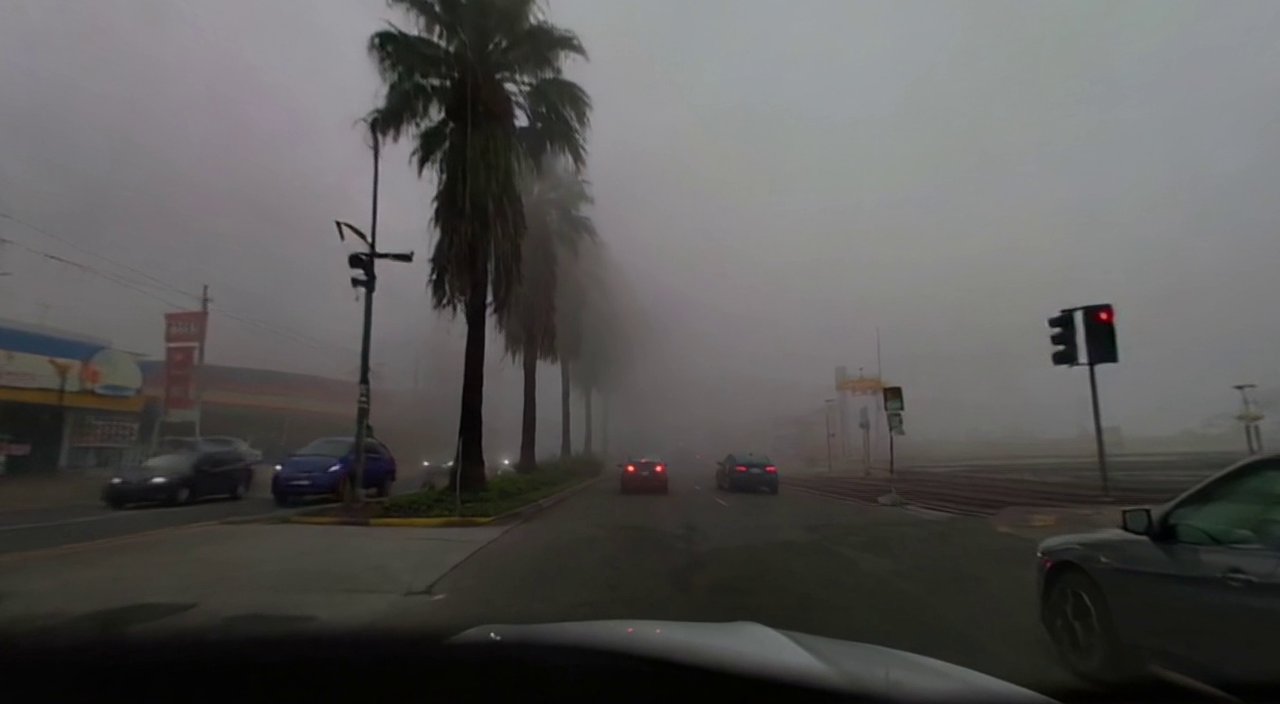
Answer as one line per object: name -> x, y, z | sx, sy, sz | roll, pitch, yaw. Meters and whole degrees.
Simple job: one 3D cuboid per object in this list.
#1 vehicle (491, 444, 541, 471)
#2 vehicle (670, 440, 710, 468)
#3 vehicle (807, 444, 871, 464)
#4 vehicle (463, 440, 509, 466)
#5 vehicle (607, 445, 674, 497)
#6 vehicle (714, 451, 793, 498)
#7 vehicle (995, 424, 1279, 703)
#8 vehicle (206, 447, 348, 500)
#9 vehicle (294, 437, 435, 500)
vehicle -> -7.464, 6.419, 38.632 | 2.052, 1.483, 4.751 | 0, -9, 1
vehicle -> 3.363, 6.980, 43.312 | 2.299, 1.803, 5.434 | 0, -9, 0
vehicle -> 15.053, 7.742, 47.919 | 4.293, 1.438, 1.773 | 0, -9, 1
vehicle -> -11.011, 7.268, 45.416 | 1.962, 1.745, 4.513 | -1, -9, 3
vehicle -> -0.066, 3.895, 21.103 | 2.021, 1.550, 4.090 | 0, -9, -2
vehicle -> 3.862, 4.230, 22.234 | 1.889, 1.448, 4.262 | 0, -9, -1
vehicle -> 3.572, 1.010, 2.392 | 1.987, 1.474, 4.198 | 0, -9, 0
vehicle -> -11.549, 3.876, 20.557 | 1.908, 1.506, 4.397 | 0, -9, 2
vehicle -> -8.482, 3.626, 20.092 | 1.980, 1.719, 4.963 | -1, -9, 4
